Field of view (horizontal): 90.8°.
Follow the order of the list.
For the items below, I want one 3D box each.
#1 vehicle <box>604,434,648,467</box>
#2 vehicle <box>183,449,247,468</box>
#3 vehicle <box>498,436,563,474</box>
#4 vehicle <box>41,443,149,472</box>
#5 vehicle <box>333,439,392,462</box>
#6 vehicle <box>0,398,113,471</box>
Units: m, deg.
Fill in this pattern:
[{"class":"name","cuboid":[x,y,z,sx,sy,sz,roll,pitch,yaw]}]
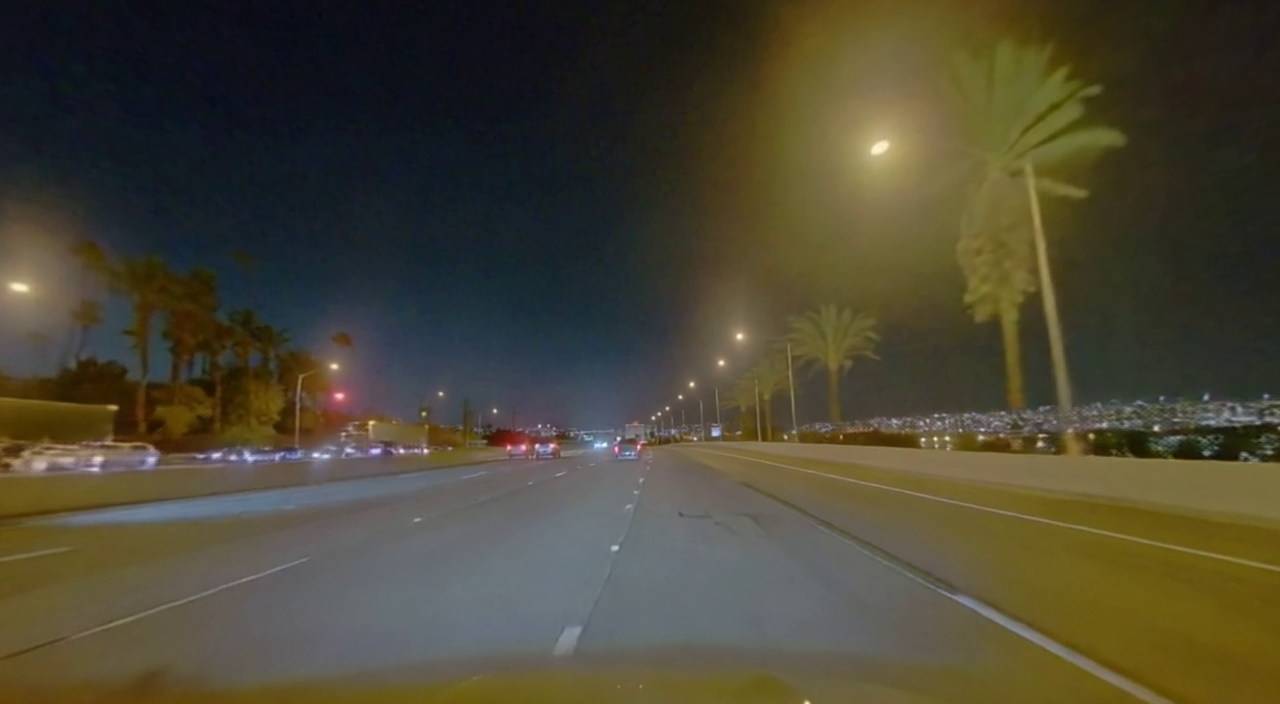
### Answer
[{"class":"vehicle","cuboid":[-0.694,5.334,34.295,2.201,1.672,4.128,0,-8,2]},{"class":"vehicle","cuboid":[-33.488,8.394,49.907,1.835,1.425,4.331,-1,-9,3]},{"class":"vehicle","cuboid":[-5.237,5.001,30.812,2.204,1.677,4.438,-1,-8,3]},{"class":"vehicle","cuboid":[-30.936,5.969,36.081,1.853,1.506,4.596,-1,-8,4]},{"class":"vehicle","cuboid":[-18.259,6.494,41.708,1.858,1.476,4.084,-1,-9,3]},{"class":"vehicle","cuboid":[-35.028,4.650,35.286,2.812,3.781,9.113,-1,-8,3]}]
